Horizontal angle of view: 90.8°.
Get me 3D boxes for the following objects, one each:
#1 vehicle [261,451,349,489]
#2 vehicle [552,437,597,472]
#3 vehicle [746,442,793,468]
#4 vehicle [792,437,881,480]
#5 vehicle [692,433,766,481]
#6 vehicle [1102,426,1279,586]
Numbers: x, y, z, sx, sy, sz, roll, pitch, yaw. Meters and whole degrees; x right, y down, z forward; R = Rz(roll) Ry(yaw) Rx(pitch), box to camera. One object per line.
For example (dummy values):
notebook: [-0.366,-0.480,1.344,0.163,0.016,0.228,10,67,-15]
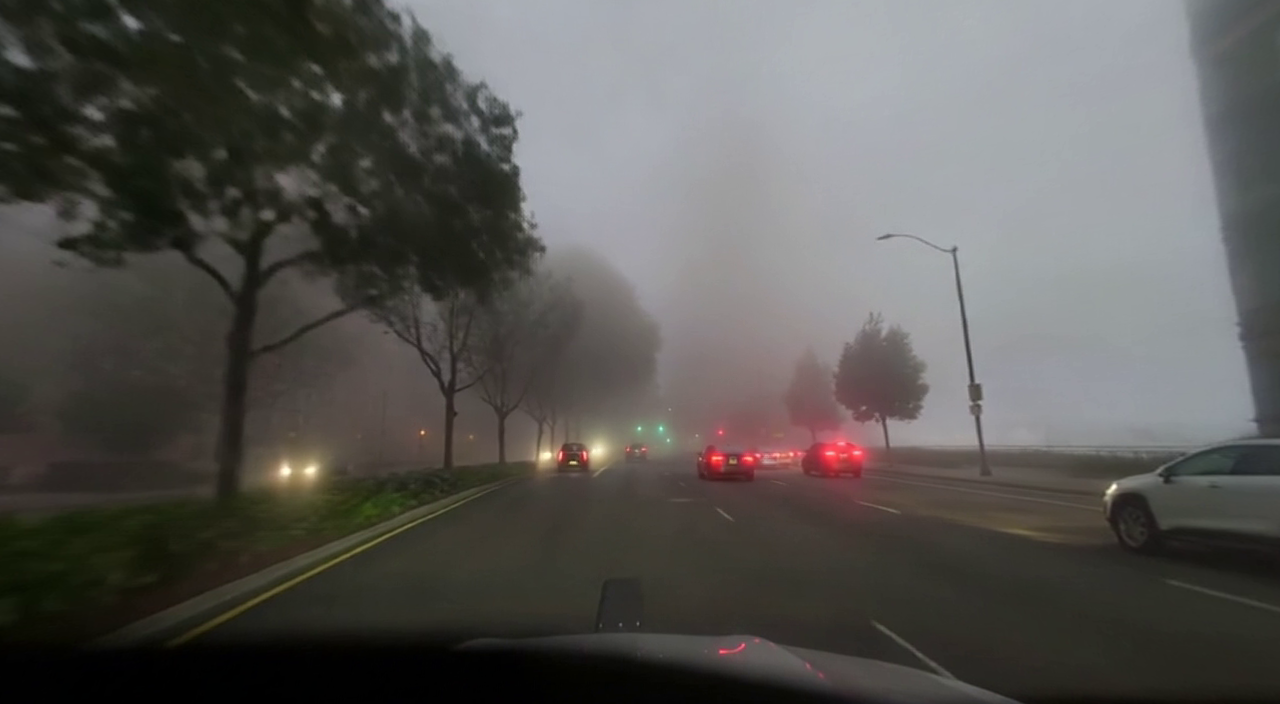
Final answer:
vehicle: [-16.688,5.840,31.745,1.954,1.699,4.542,0,-8,0]
vehicle: [-3.510,5.603,34.732,2.155,1.797,3.989,0,-8,-2]
vehicle: [7.749,6.189,38.144,1.884,1.478,4.164,0,-8,-1]
vehicle: [7.578,4.162,24.908,1.944,1.503,4.723,0,-8,-1]
vehicle: [3.470,4.219,25.611,2.152,1.742,4.704,0,-8,-2]
vehicle: [6.755,1.387,5.688,1.830,1.443,4.351,0,-8,-1]
